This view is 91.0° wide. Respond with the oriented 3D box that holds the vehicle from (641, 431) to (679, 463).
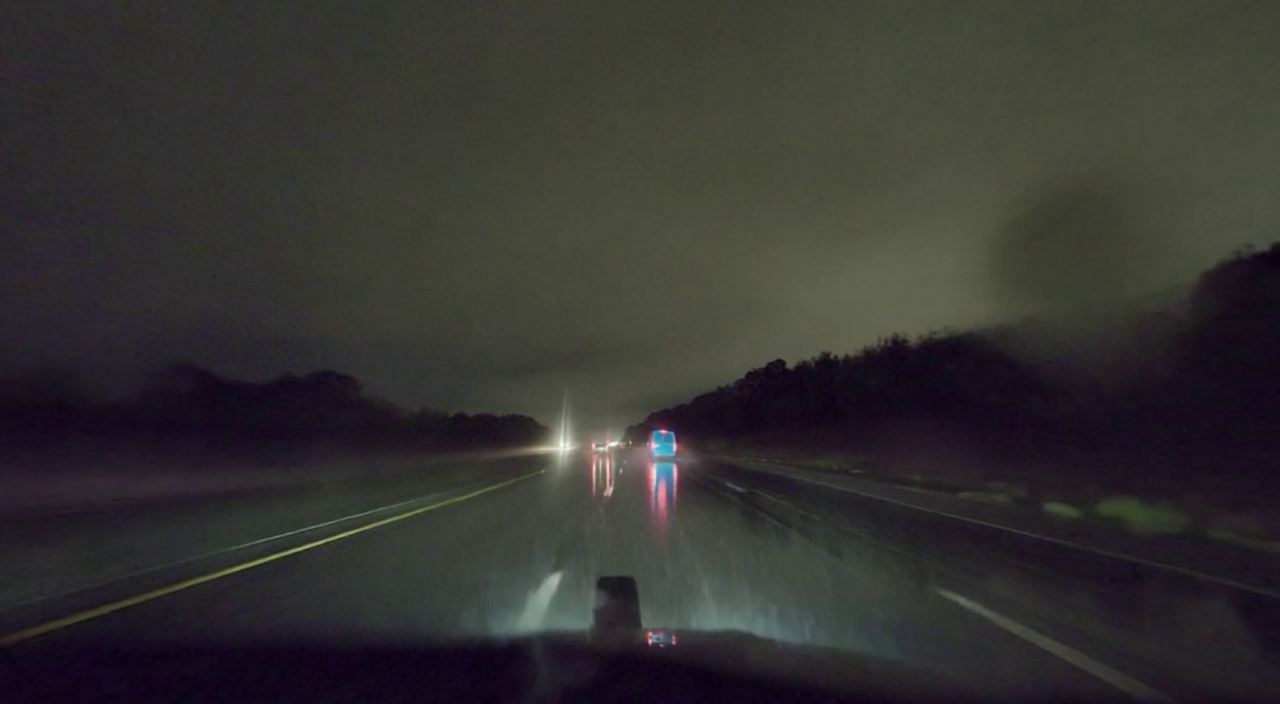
[{"bbox_3d":[1.324,6.610,44.010,2.269,2.048,4.679,0,-8,-2],"label":"vehicle"}]
